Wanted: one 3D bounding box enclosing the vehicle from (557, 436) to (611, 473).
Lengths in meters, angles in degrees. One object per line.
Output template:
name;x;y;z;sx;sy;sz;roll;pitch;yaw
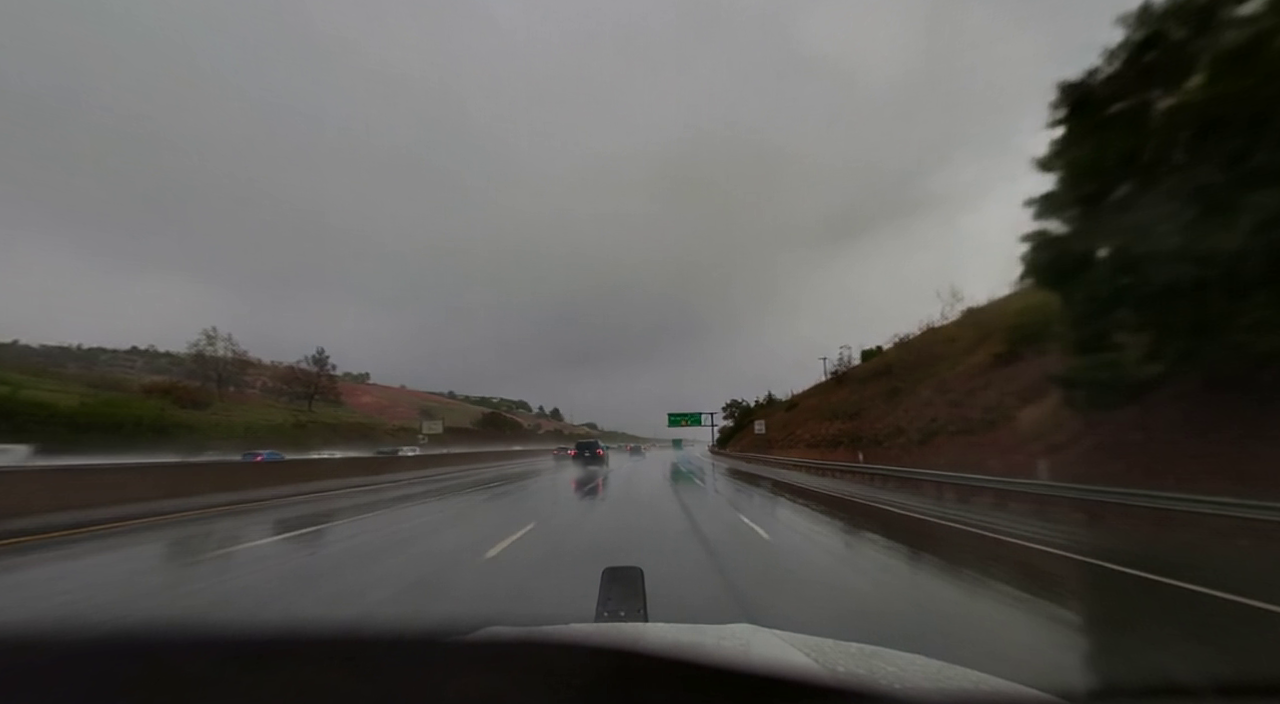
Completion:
vehicle;-3.006;5.640;34.814;2.413;1.896;5.218;-1;-8;1

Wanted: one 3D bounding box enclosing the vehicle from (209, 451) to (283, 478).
vehicle;-27.221;7.787;43.584;2.016;1.671;4.537;-1;-8;2
